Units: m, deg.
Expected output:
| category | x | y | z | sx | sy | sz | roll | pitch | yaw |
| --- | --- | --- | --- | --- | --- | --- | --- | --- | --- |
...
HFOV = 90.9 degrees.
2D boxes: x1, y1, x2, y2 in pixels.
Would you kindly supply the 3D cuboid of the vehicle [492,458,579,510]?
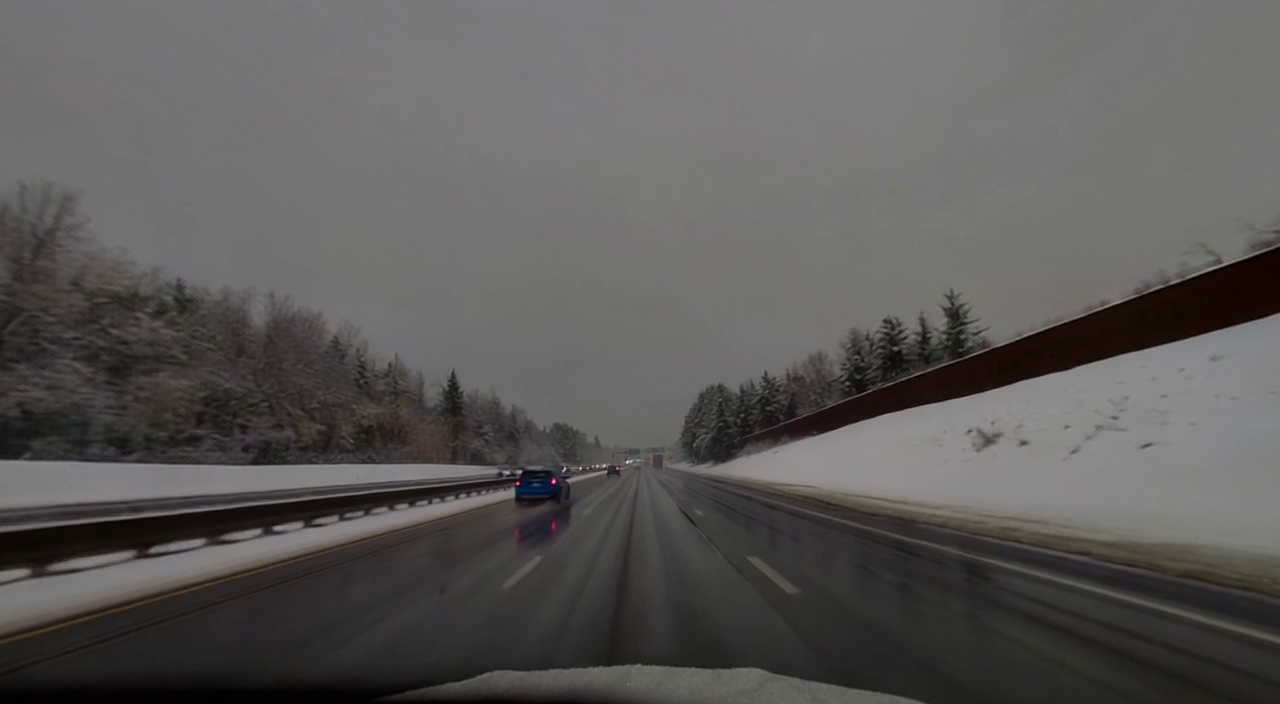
| category | x | y | z | sx | sy | sz | roll | pitch | yaw |
| --- | --- | --- | --- | --- | --- | --- | --- | --- | --- |
| vehicle | -3.302 | 4.321 | 20.920 | 2.045 | 1.487 | 4.582 | 1 | -10 | 0 |
